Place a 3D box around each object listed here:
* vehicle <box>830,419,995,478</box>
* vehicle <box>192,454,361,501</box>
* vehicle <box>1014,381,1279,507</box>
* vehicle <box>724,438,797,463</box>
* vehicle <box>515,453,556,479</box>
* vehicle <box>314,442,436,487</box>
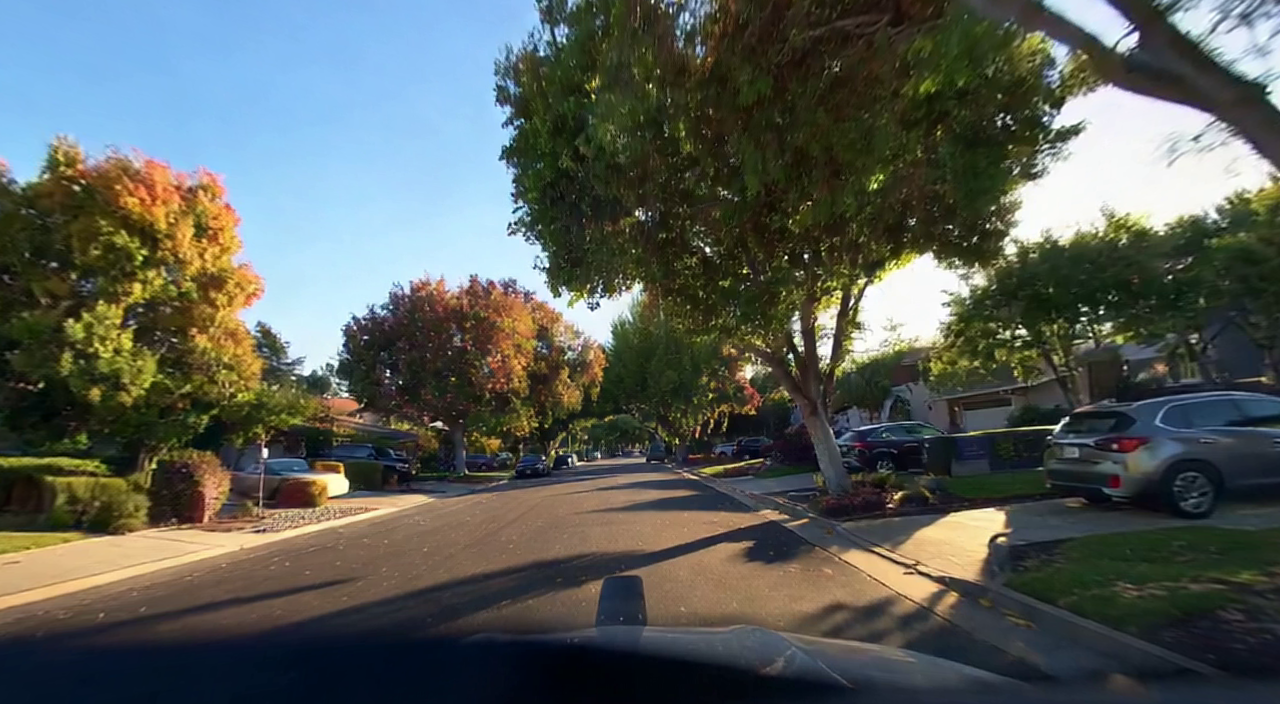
[{"bbox_3d":[8.527,3.044,20.071,4.334,1.750,1.900,0,-9,-2],"label":"vehicle"},{"bbox_3d":[-12.114,4.191,21.318,4.476,1.476,1.877,0,-9,-2],"label":"vehicle"},{"bbox_3d":[8.681,1.388,9.576,4.732,1.707,1.898,0,-9,2],"label":"vehicle"},{"bbox_3d":[8.301,6.811,43.742,4.599,1.652,1.903,0,-9,-3],"label":"vehicle"},{"bbox_3d":[-6.389,6.998,38.907,1.878,1.496,3.535,0,-9,0],"label":"vehicle"},{"bbox_3d":[-12.406,5.272,29.848,4.753,2.028,2.079,0,-9,0],"label":"vehicle"}]
